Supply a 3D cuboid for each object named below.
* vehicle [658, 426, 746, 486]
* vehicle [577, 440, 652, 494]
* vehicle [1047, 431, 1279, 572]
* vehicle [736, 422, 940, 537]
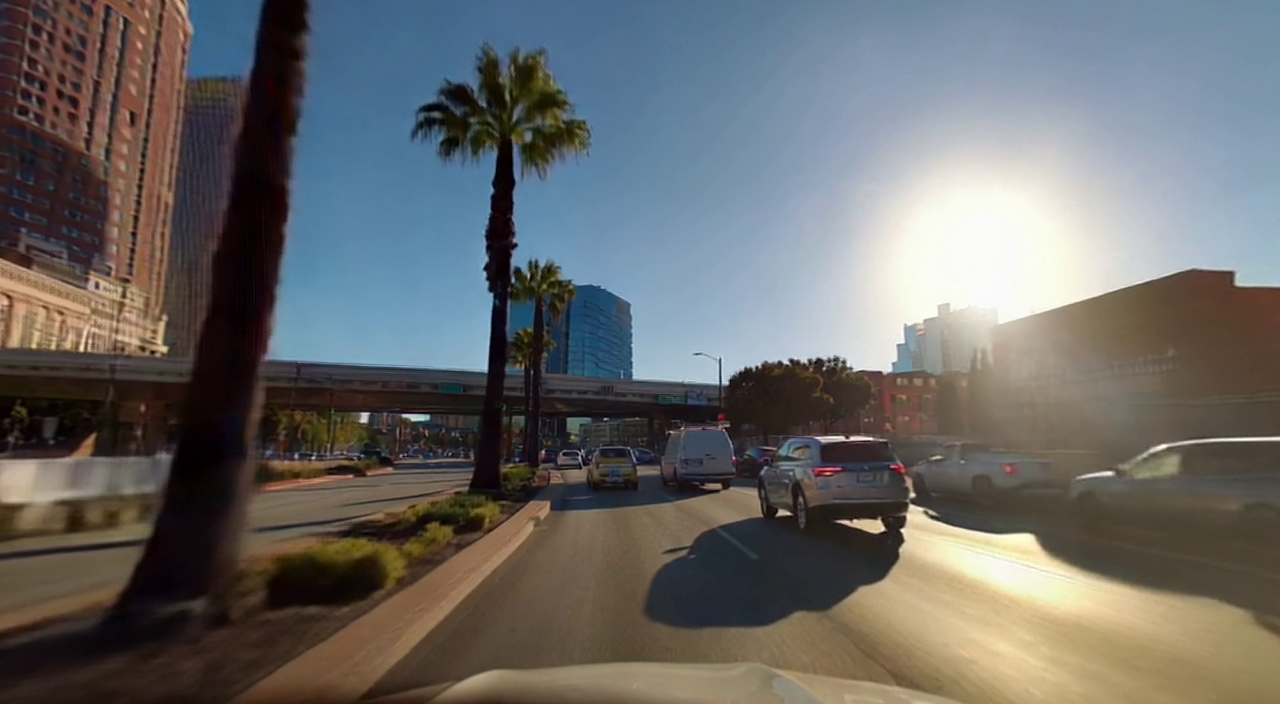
[{"bbox_3d":[2.352,4.213,25.800,2.434,2.171,5.098,1,-9,-8],"label":"vehicle"},{"bbox_3d":[-1.024,3.922,21.961,2.332,1.625,4.933,1,-9,-6],"label":"vehicle"},{"bbox_3d":[7.802,1.743,7.778,2.209,1.480,4.725,0,-9,-4],"label":"vehicle"},{"bbox_3d":[3.298,2.223,11.637,2.151,1.695,4.258,0,-9,-3],"label":"vehicle"}]
